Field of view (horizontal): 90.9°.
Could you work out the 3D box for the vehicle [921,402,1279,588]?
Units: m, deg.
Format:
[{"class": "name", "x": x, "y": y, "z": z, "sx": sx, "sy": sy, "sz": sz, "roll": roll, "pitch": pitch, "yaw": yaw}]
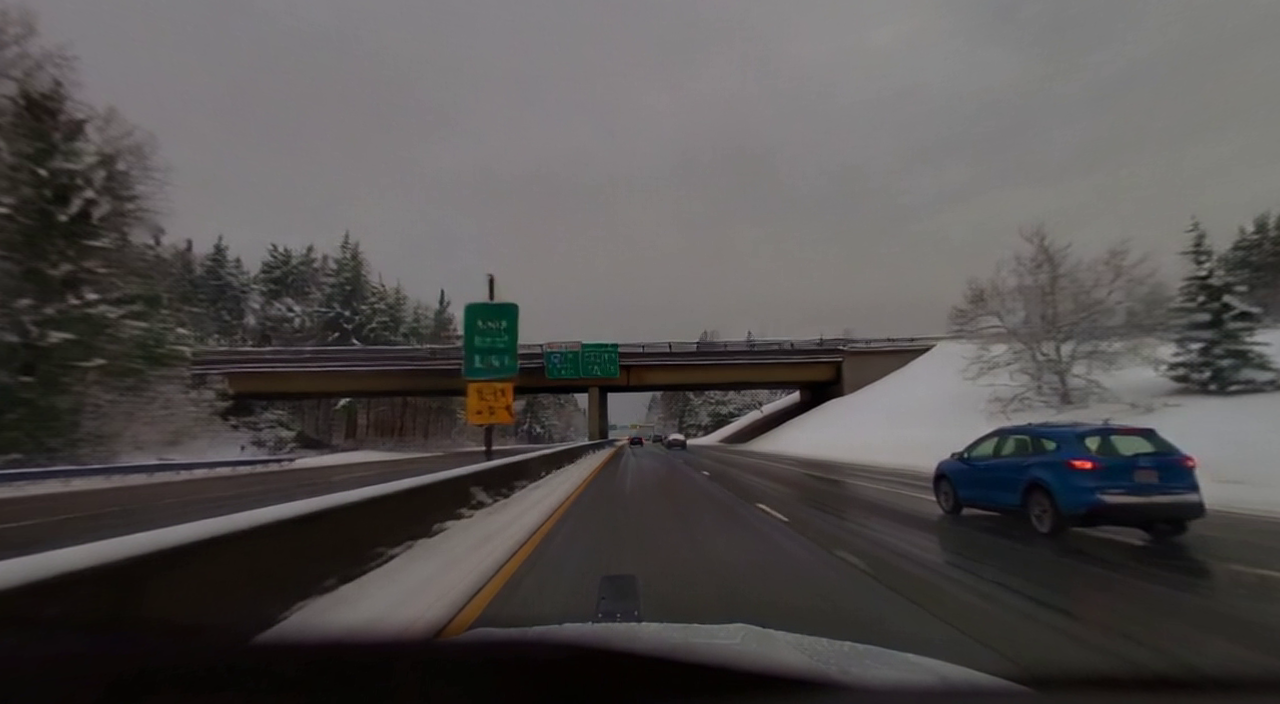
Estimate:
[{"class": "vehicle", "x": 5.340, "y": 1.501, "z": 7.525, "sx": 1.940, "sy": 1.578, "sz": 4.122, "roll": 0, "pitch": -8, "yaw": -2}]
